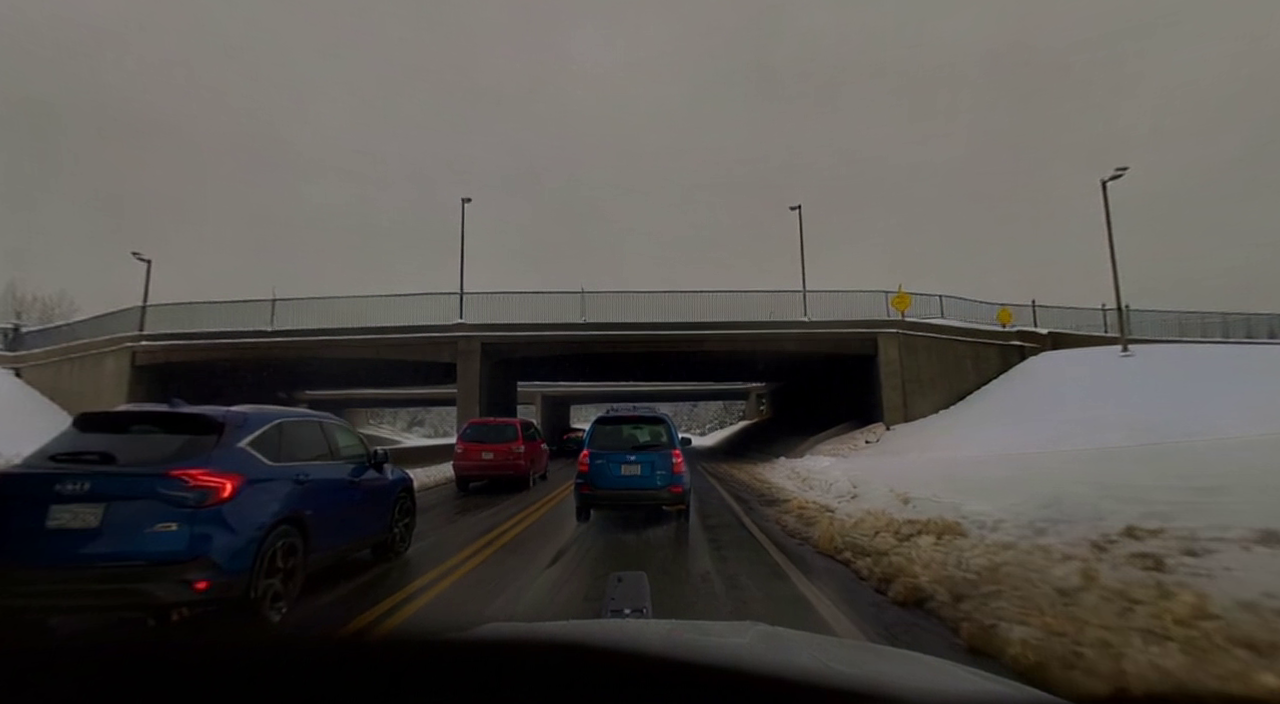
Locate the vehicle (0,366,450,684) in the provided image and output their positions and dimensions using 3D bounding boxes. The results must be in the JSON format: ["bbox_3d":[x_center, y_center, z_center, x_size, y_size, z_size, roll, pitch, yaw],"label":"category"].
[{"bbox_3d":[-3.536,1.292,5.864,2.017,1.761,4.572,0,-8,1],"label":"vehicle"}]

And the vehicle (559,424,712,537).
[{"bbox_3d":[0.015,2.009,10.442,2.020,1.478,4.092,-1,-8,2],"label":"vehicle"}]

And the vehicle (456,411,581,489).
[{"bbox_3d":[-3.330,2.886,18.753,2.329,1.948,5.800,-1,-8,3],"label":"vehicle"}]
